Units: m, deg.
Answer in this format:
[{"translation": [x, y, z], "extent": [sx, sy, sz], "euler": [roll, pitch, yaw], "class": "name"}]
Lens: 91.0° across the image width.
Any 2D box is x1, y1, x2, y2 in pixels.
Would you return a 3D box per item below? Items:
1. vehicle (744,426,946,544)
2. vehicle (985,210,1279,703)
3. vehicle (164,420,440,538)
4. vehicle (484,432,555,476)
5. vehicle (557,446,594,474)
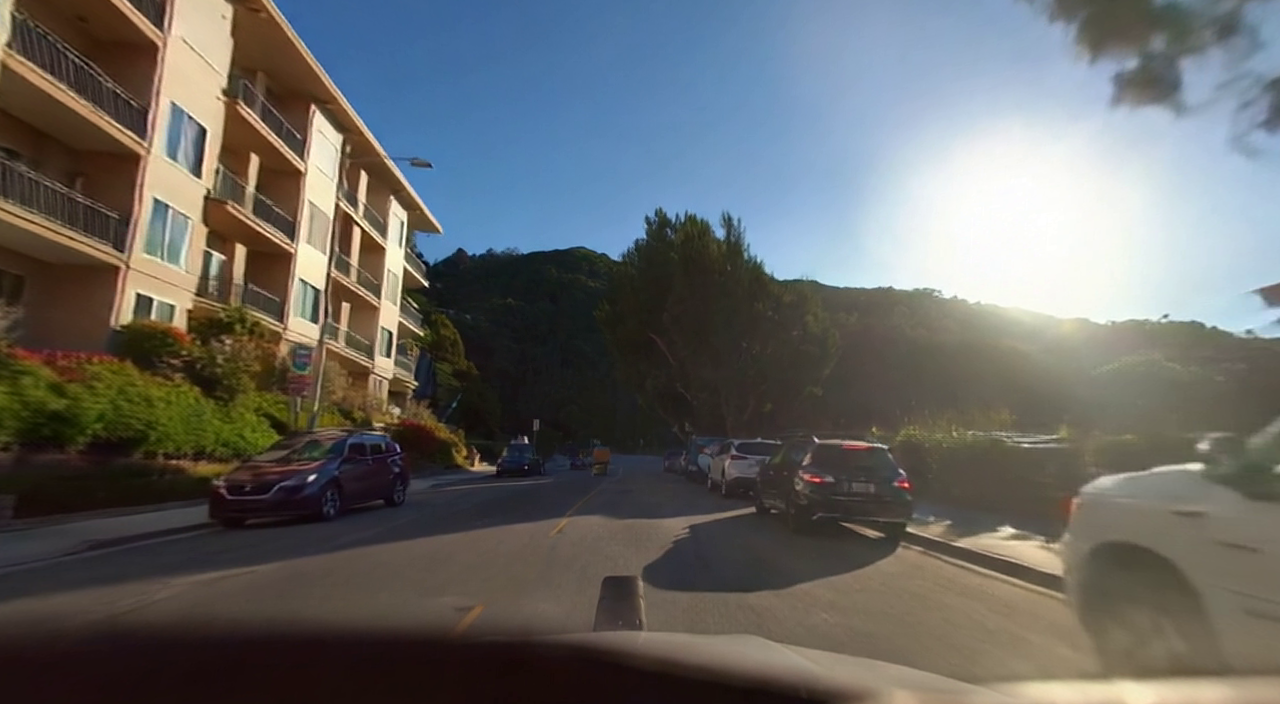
[{"translation": [3.199, 2.170, 10.950], "extent": [1.926, 1.602, 4.433], "euler": [0, -8, -1], "class": "vehicle"}, {"translation": [3.482, 0.465, 1.218], "extent": [2.482, 2.184, 5.383], "euler": [0, -8, -1], "class": "vehicle"}, {"translation": [-6.220, 2.413, 12.758], "extent": [2.374, 1.843, 5.638], "euler": [0, -8, 1], "class": "vehicle"}, {"translation": [-6.454, 5.696, 34.542], "extent": [2.692, 1.949, 5.948], "euler": [0, -13, 0], "class": "vehicle"}, {"translation": [-3.570, 6.141, 35.485], "extent": [1.856, 1.474, 4.522], "euler": [1, -11, -4], "class": "vehicle"}]
